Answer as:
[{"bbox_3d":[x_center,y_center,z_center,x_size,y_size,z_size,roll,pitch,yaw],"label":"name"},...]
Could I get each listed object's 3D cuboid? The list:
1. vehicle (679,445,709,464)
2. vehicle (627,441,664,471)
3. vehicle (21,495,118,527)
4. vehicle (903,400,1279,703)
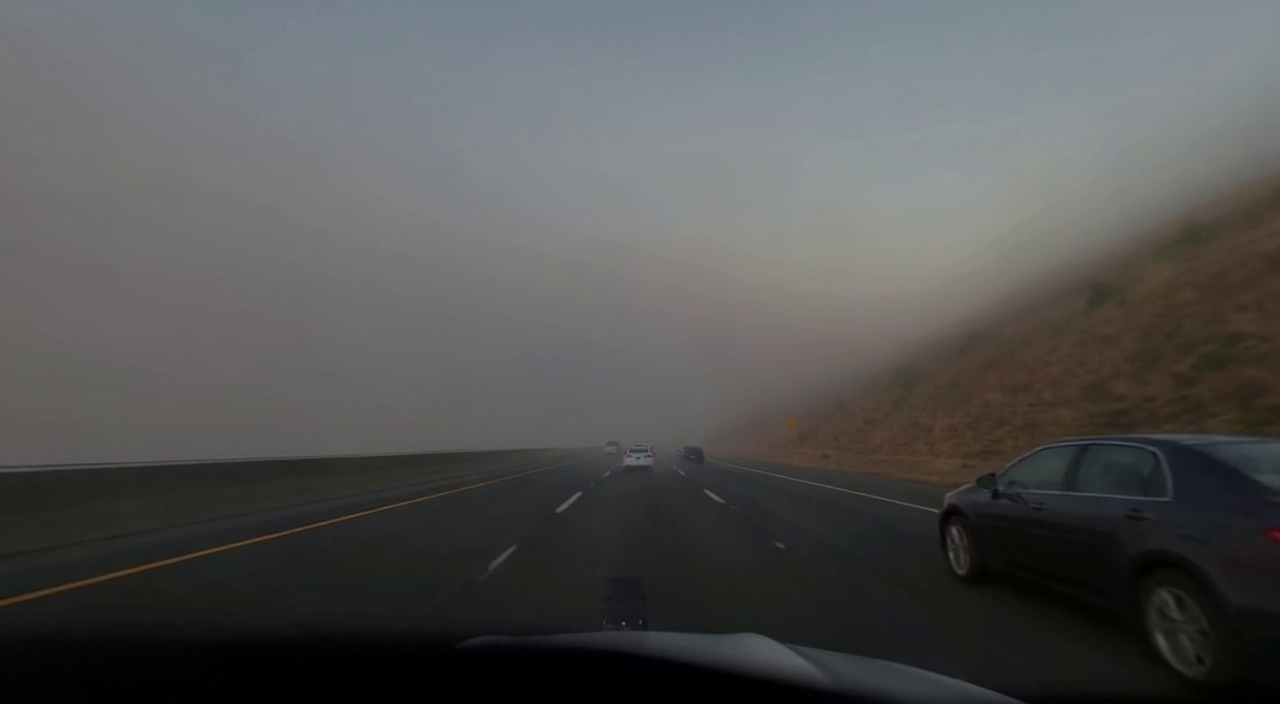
[{"bbox_3d":[4.083,7.873,48.450,1.976,1.352,3.602,0,-8,-1],"label":"vehicle"},{"bbox_3d":[0.325,5.888,36.086,1.986,1.576,4.312,0,-8,0],"label":"vehicle"},{"bbox_3d":[-38.890,10.816,43.201,1.930,1.634,5.099,0,-8,0],"label":"vehicle"},{"bbox_3d":[3.788,1.196,4.329,2.020,1.500,4.416,0,-8,0],"label":"vehicle"}]
